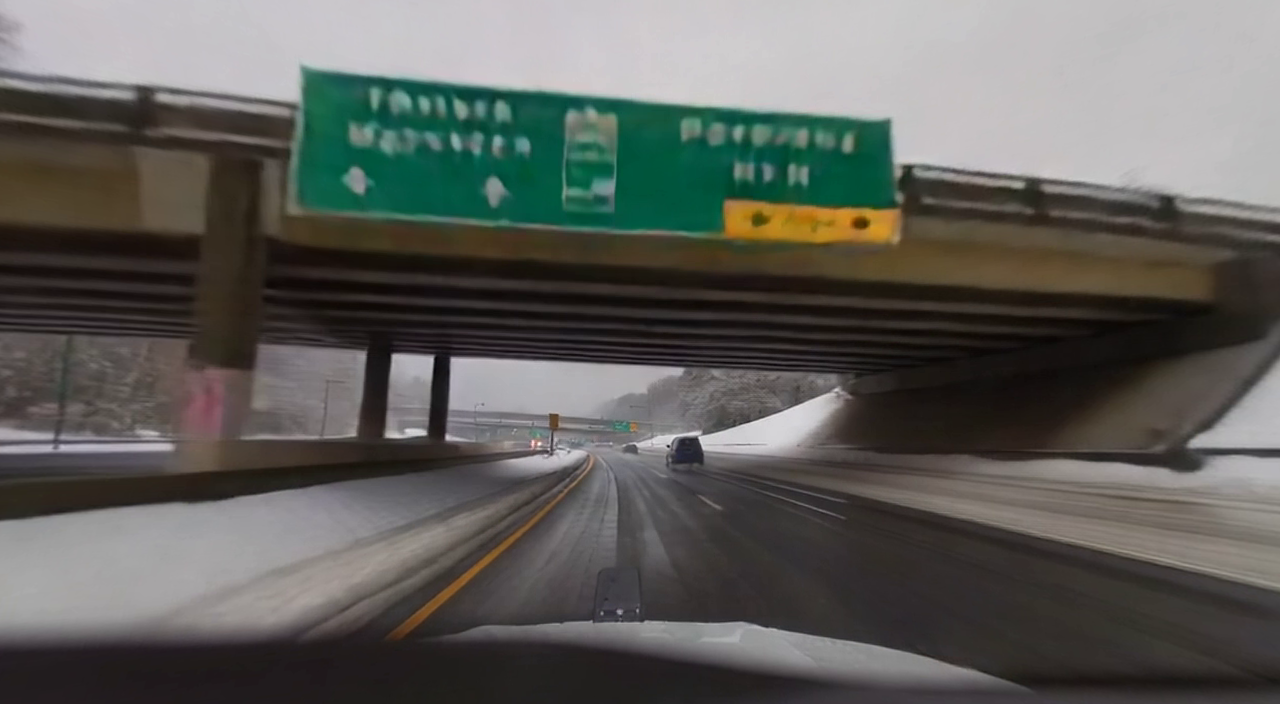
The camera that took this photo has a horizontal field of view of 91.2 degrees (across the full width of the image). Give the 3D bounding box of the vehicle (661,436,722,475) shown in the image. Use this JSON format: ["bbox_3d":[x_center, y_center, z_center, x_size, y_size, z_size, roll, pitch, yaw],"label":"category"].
[{"bbox_3d":[2.305,4.801,29.173,2.337,1.633,4.222,0,-9,-2],"label":"vehicle"}]

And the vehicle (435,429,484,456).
[{"bbox_3d":[-10.670,5.391,37.235,1.812,1.479,3.751,0,-9,-1],"label":"vehicle"}]
